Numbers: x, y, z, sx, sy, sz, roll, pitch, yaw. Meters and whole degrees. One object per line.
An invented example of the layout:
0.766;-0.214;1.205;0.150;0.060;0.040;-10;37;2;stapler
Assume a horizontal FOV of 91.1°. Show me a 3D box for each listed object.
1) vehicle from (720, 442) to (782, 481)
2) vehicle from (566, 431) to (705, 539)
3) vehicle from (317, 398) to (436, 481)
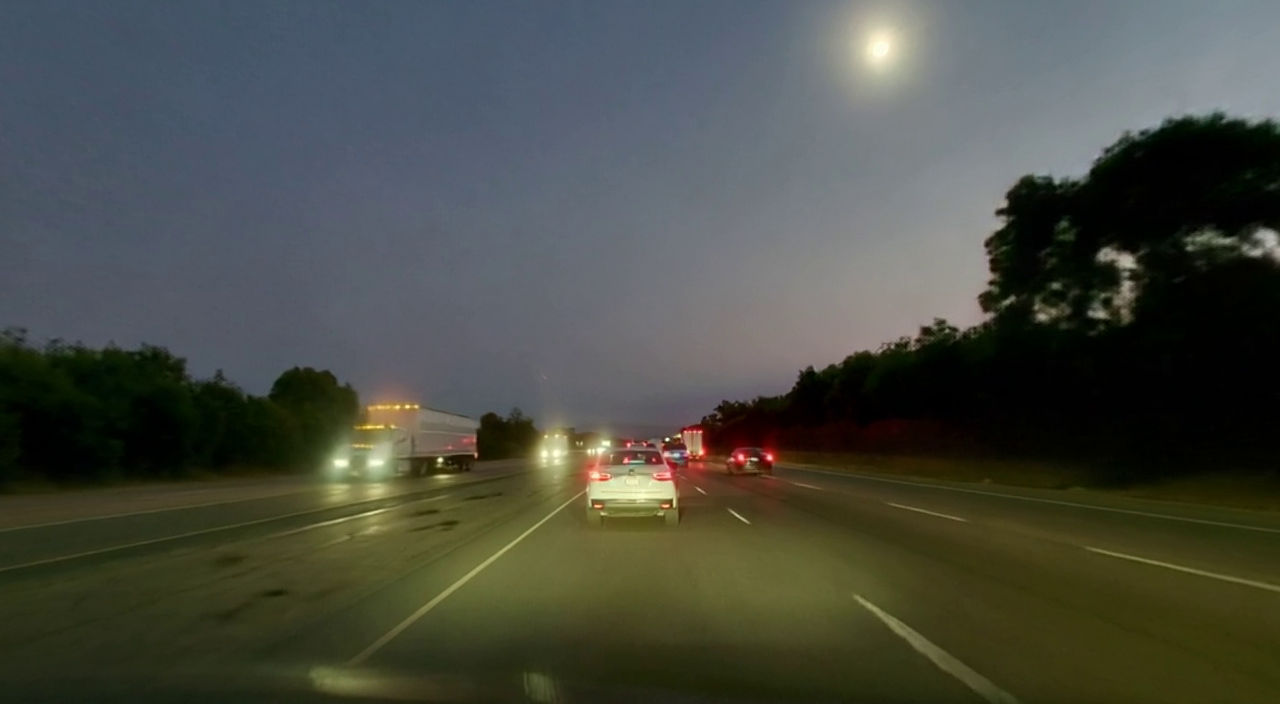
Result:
4.695;4.694;27.167;1.931;1.516;3.995;0;-9;-1;vehicle
-0.105;2.282;11.336;2.088;1.580;3.657;0;-9;-1;vehicle
-13.542;4.640;33.159;3.152;3.893;6.812;-1;-9;1;vehicle
